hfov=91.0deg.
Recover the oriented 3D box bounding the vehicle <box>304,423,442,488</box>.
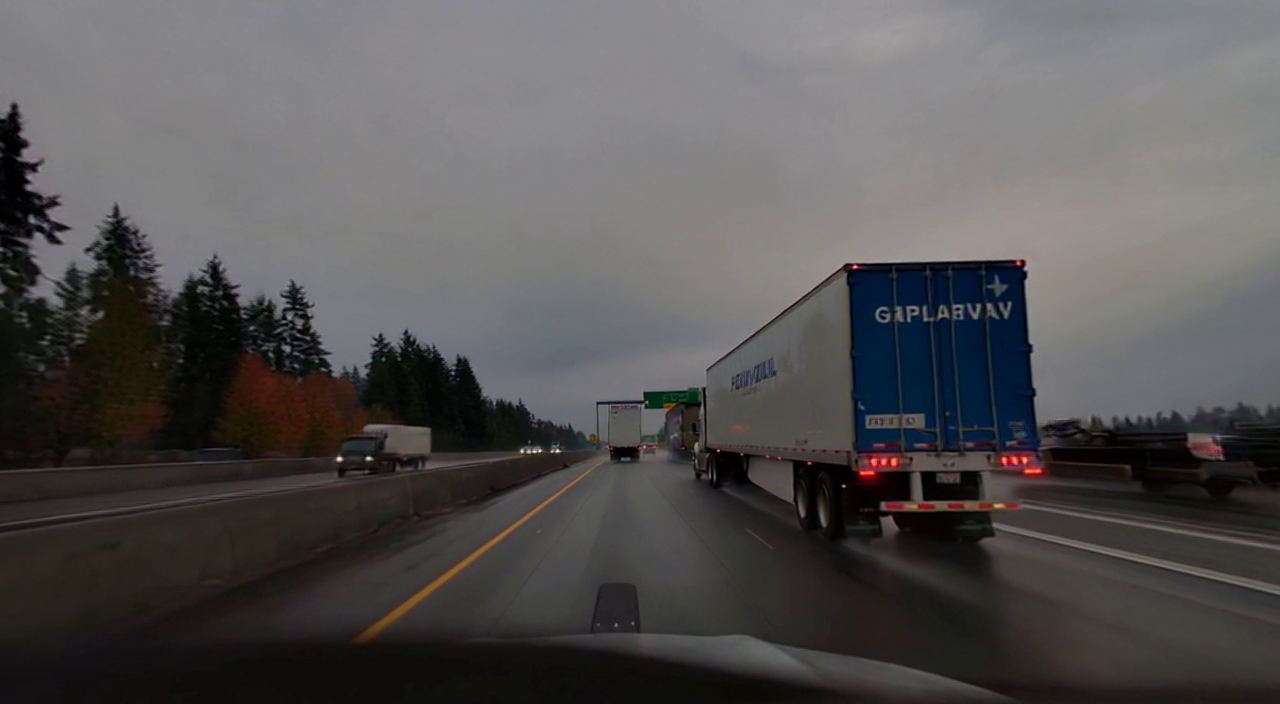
[{"bbox_3d":[-12.431,4.914,30.565,2.774,2.621,9.453,0,-8,-1],"label":"vehicle"}]

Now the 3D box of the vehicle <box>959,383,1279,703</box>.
[{"bbox_3d":[4.625,1.123,4.539,4.253,1.543,2.045,4,-9,-30],"label":"vehicle"}]

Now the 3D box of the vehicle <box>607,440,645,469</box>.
[{"bbox_3d":[-0.772,5.548,34.274,1.943,1.491,3.459,0,-8,-2],"label":"vehicle"}]

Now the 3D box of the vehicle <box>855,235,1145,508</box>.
[{"bbox_3d":[4.325,0.305,8.032,2.244,3.047,2.035,0,-8,-2],"label":"vehicle"}]
